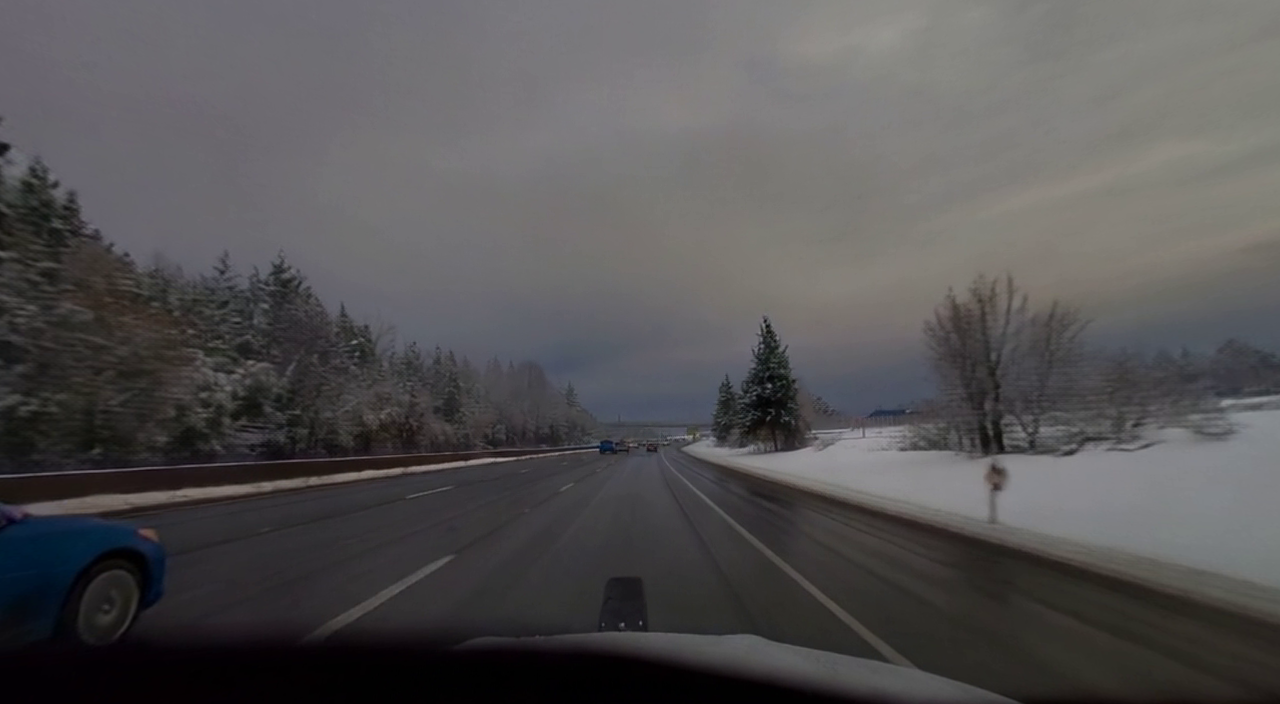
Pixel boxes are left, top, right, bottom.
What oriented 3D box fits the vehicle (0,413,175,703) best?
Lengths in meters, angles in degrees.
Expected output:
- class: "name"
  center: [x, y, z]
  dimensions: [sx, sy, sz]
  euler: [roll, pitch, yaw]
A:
- class: "vehicle"
  center: [-4.125, 0.864, 1.876]
  dimensions: [1.996, 1.454, 4.495]
  euler: [-1, -8, 1]
